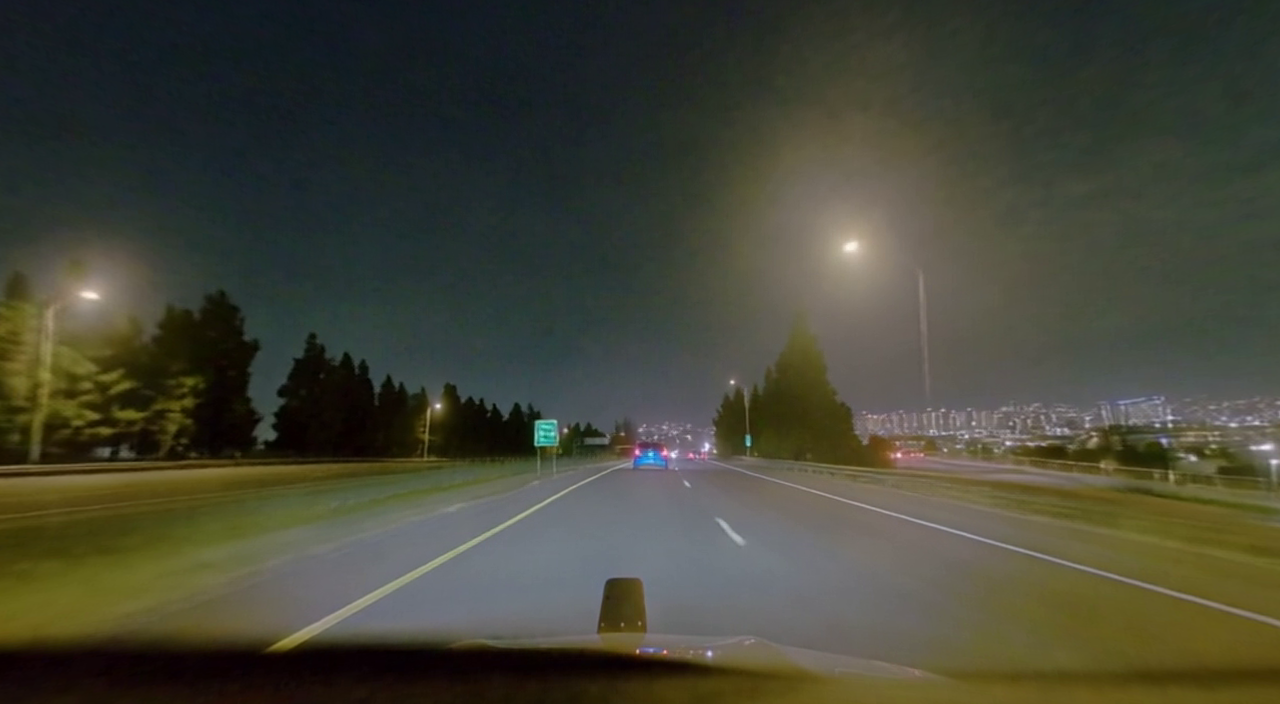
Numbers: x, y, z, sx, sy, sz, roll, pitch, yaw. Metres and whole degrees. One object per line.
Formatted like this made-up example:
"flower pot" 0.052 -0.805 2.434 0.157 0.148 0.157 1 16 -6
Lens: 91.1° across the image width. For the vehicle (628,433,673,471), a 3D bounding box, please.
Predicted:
"vehicle" 0.661 6.006 37.820 2.546 2.126 5.153 0 -8 2
